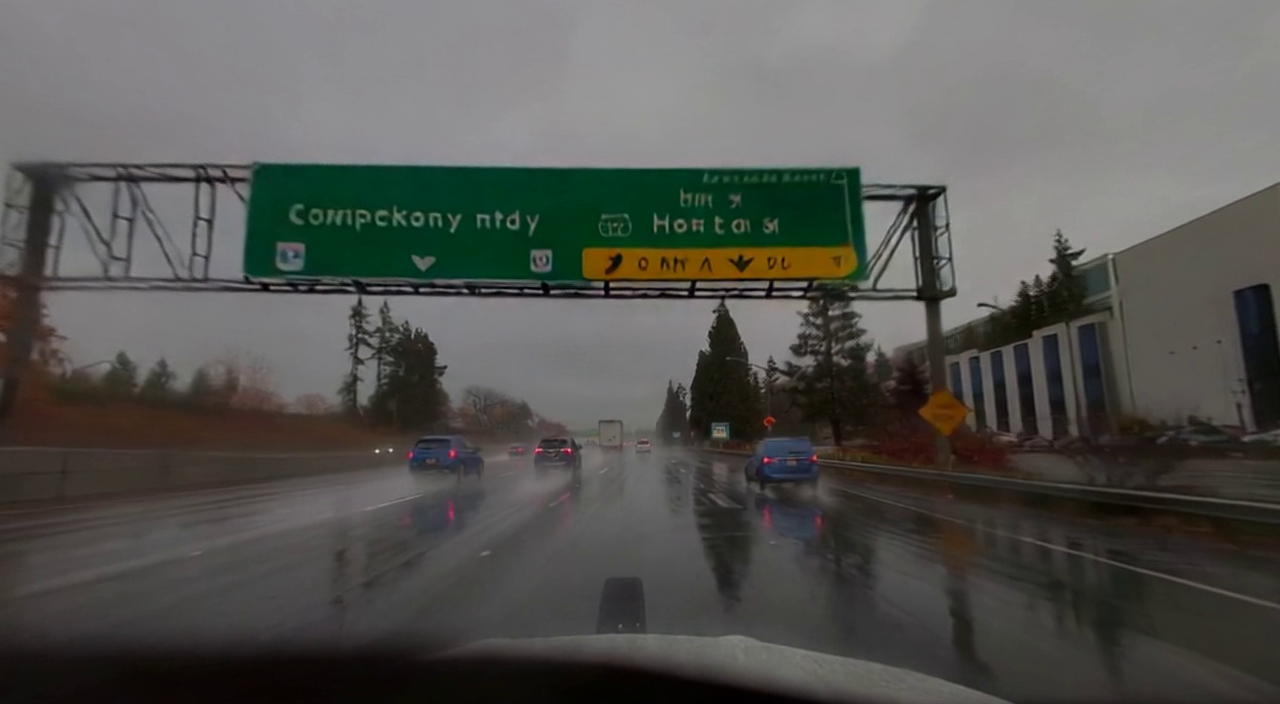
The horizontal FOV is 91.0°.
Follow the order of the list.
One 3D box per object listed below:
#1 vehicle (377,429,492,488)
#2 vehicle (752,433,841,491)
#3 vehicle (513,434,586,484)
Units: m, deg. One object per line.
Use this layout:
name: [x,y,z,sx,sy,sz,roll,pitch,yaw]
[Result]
vehicle: [-7.253,3.832,22.981,2.314,1.842,5.279,0,-9,1]
vehicle: [5.195,3.704,21.618,2.101,1.742,4.495,0,-9,3]
vehicle: [-3.383,4.092,24.362,2.111,1.742,4.315,0,-9,1]
